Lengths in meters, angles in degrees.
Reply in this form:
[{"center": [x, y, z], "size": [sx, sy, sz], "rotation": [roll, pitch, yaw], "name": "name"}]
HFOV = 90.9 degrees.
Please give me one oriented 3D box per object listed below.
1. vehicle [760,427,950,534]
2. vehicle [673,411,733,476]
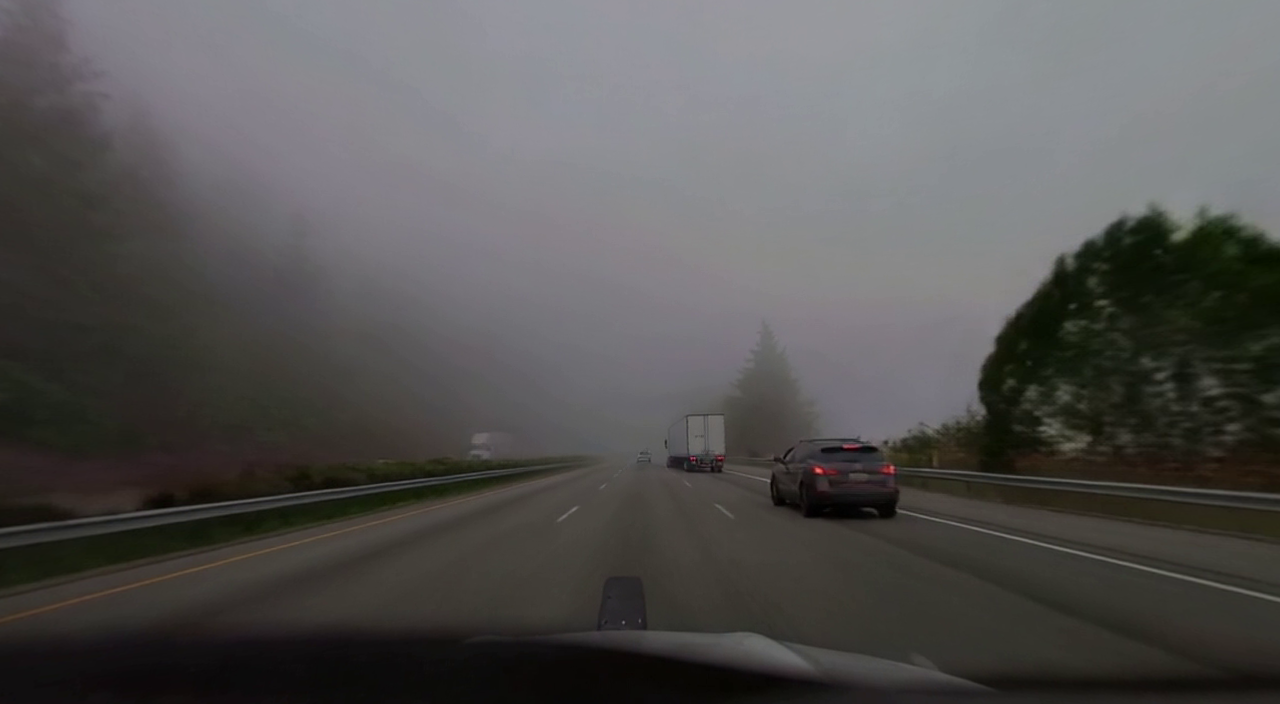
[{"center": [3.767, 2.340, 12.005], "size": [2.096, 1.653, 4.185], "rotation": [0, -9, 0], "name": "vehicle"}, {"center": [4.157, 6.468, 44.203], "size": [3.117, 3.971, 10.593], "rotation": [1, -9, 0], "name": "vehicle"}]
